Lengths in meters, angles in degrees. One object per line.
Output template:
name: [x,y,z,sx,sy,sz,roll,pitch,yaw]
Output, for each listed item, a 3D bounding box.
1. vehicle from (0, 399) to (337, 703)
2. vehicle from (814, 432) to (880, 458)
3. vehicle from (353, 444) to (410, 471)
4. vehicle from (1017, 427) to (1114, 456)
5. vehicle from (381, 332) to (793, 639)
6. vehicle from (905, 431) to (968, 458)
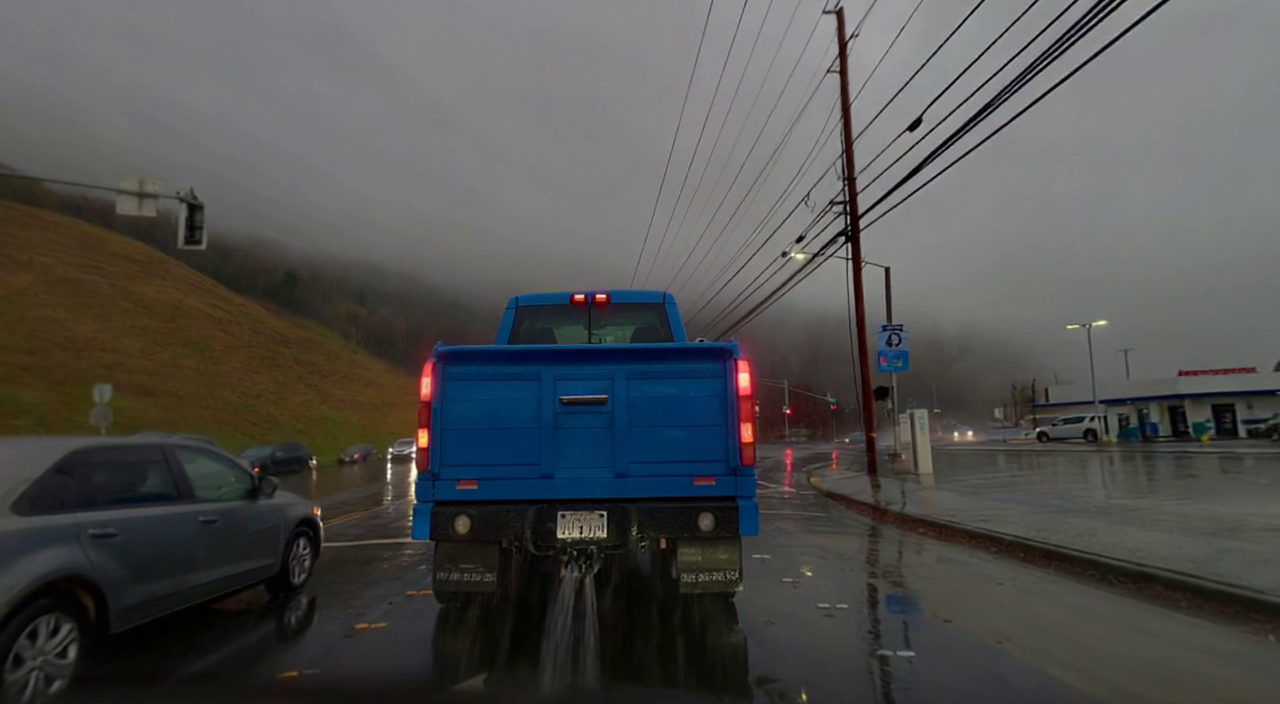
vehicle: [-3.957,1.188,3.972,2.017,1.555,4.150,-1,-9,0]
vehicle: [14.984,6.714,45.366,4.975,1.799,2.117,7,-11,-40]
vehicle: [-17.119,7.011,41.904,2.133,1.690,4.331,0,-9,-3]
vehicle: [25.563,5.391,37.923,4.419,1.496,1.854,-2,-9,1]
vehicle: [-0.420,1.322,7.200,2.859,2.144,5.406,0,-9,-1]
vehicle: [20.919,6.507,44.344,5.021,1.757,2.012,7,-11,-40]
